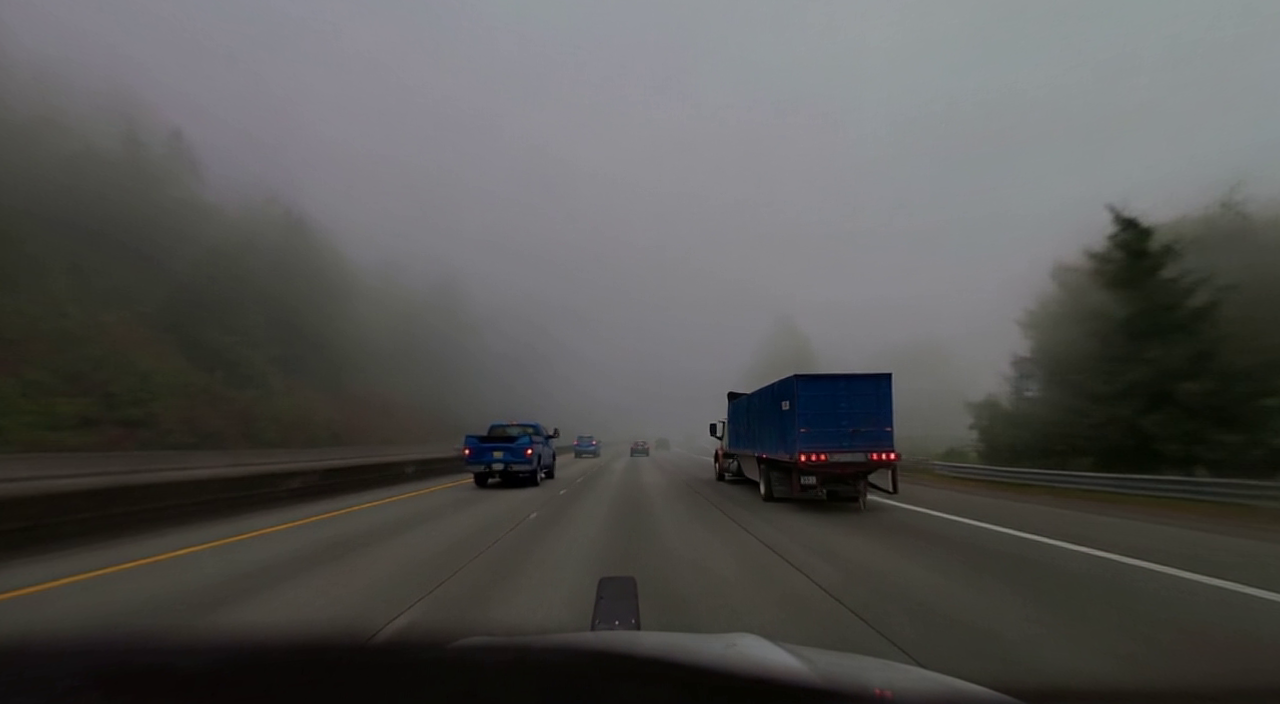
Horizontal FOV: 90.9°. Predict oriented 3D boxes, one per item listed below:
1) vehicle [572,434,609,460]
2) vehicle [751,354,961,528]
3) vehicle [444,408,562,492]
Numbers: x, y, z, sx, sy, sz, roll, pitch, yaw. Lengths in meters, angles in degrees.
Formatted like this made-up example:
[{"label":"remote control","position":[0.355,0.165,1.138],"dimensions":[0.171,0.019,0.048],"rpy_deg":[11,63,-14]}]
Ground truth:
[{"label":"vehicle","position":[-3.093,6.029,40.273],"dimensions":[2.008,1.588,4.147],"rpy_deg":[0,-8,1]},{"label":"vehicle","position":[3.568,1.588,11.453],"dimensions":[2.256,2.568,4.049],"rpy_deg":[0,-8,-1]},{"label":"vehicle","position":[-3.561,2.650,17.416],"dimensions":[2.204,1.991,4.720],"rpy_deg":[0,-8,0]}]
